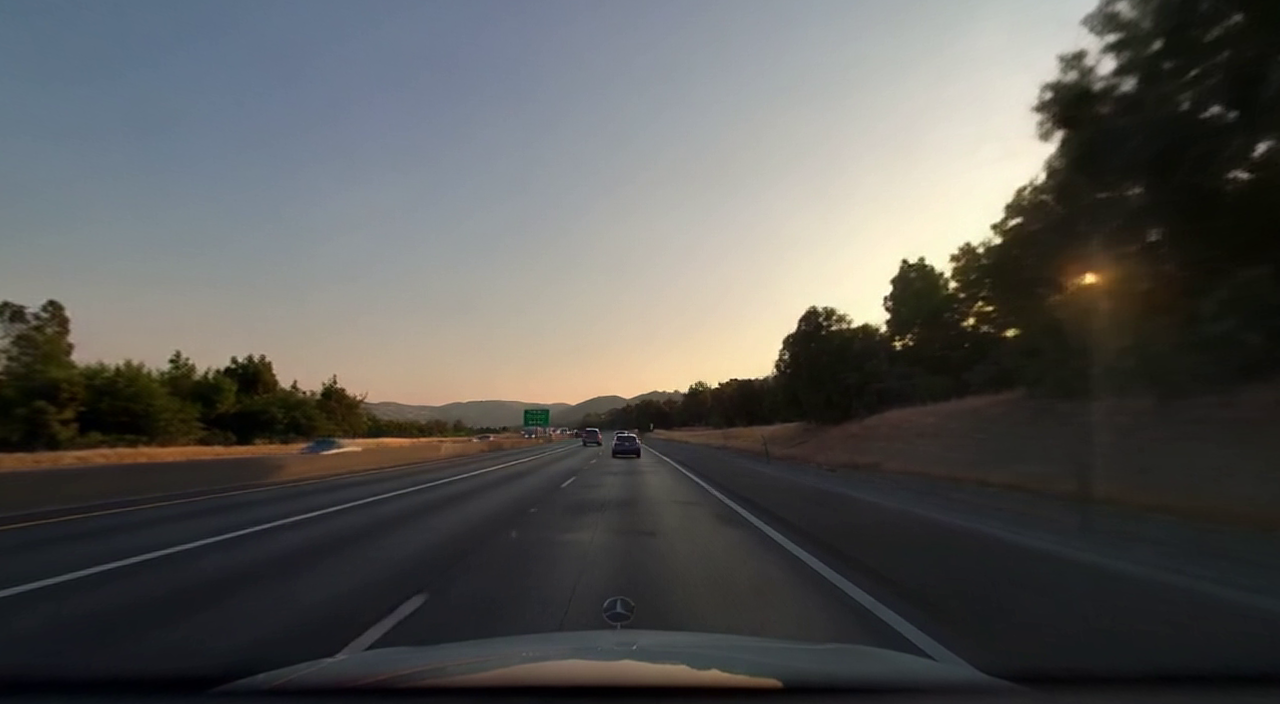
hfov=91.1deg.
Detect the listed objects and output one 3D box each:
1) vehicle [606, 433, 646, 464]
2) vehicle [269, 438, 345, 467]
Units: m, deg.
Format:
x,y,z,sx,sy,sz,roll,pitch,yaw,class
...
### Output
x,y,z,sx,sy,sz,roll,pitch,yaw,class
-0.737,4.896,32.168,1.948,1.470,3.913,0,-8,-2,vehicle
-19.575,5.910,37.245,1.908,1.537,4.798,0,-8,0,vehicle
